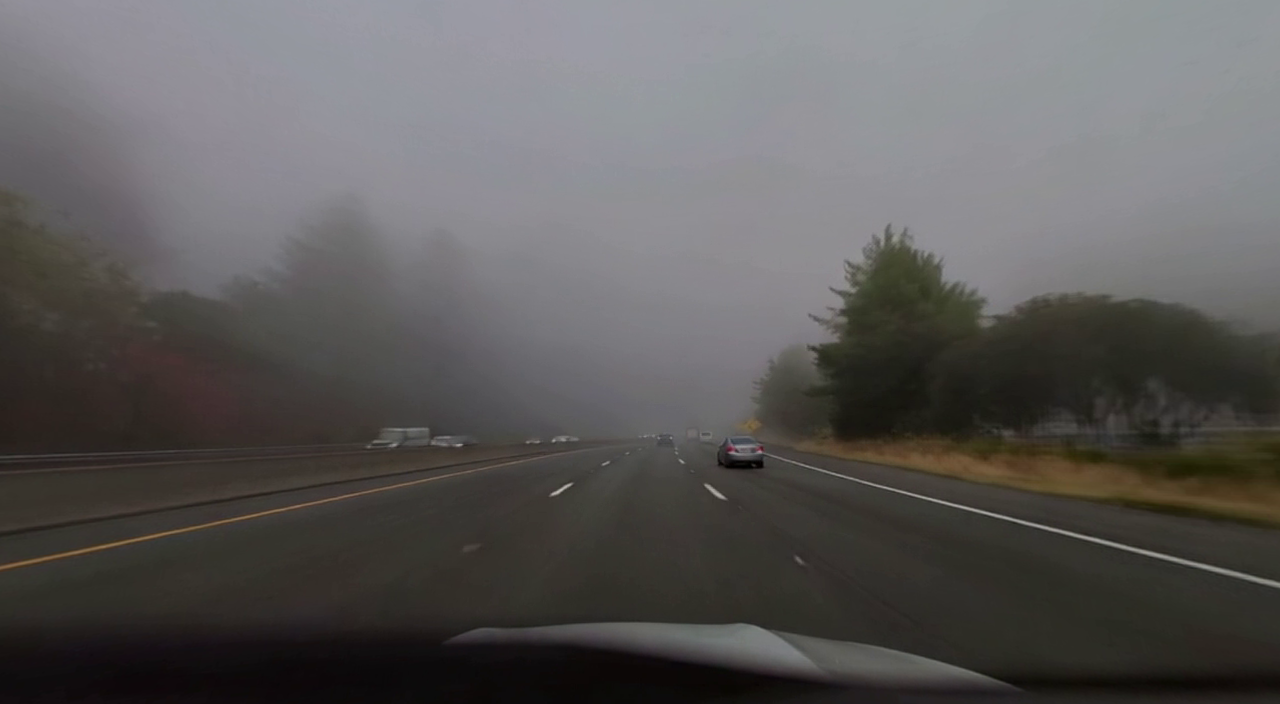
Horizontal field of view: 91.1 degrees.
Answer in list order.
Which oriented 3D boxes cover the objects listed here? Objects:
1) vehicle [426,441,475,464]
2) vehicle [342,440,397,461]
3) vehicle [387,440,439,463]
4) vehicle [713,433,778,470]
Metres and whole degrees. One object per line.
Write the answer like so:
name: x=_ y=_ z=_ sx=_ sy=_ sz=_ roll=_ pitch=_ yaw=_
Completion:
vehicle: x=-12.093 y=6.436 z=40.431 sx=1.832 sy=1.414 sz=3.704 roll=0 pitch=-8 yaw=3
vehicle: x=-19.369 y=7.050 z=45.247 sx=1.826 sy=1.456 sz=4.471 roll=0 pitch=-8 yaw=2
vehicle: x=-15.693 y=6.856 z=43.710 sx=1.817 sy=1.467 sz=4.429 roll=0 pitch=-8 yaw=2
vehicle: x=4.412 y=4.224 z=26.989 sx=1.982 sy=1.452 sz=4.294 roll=0 pitch=-8 yaw=-1
